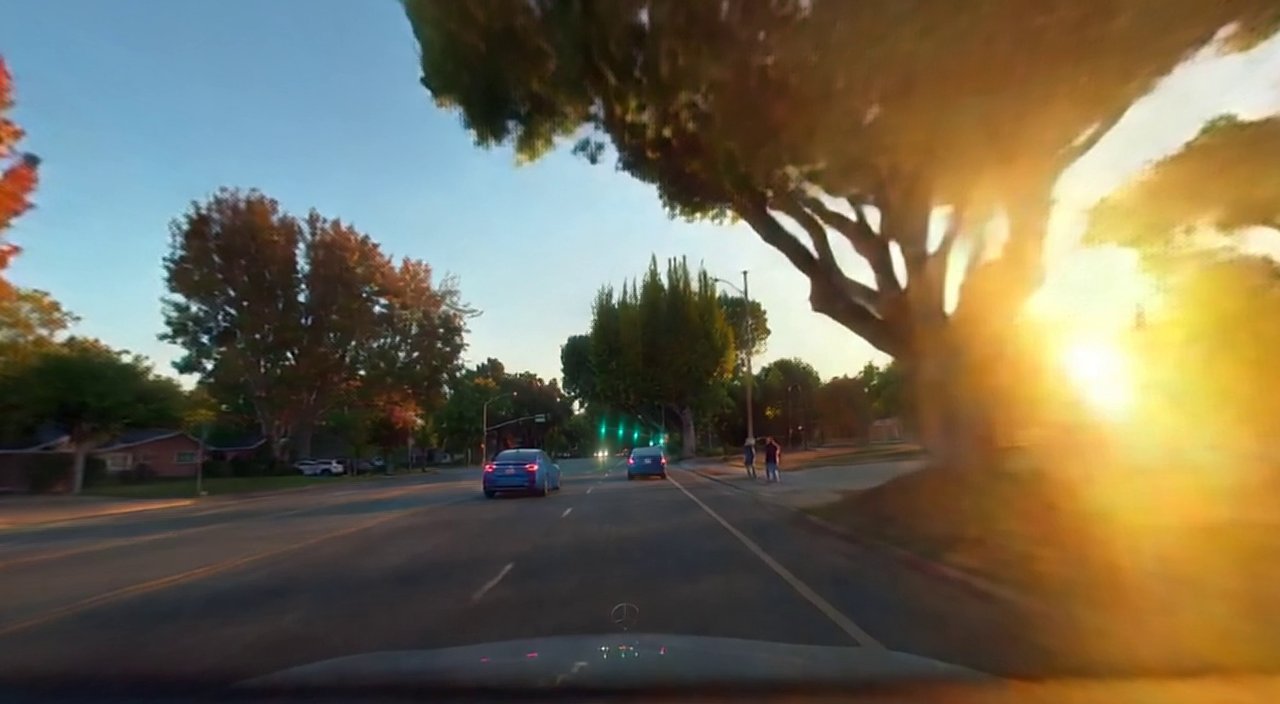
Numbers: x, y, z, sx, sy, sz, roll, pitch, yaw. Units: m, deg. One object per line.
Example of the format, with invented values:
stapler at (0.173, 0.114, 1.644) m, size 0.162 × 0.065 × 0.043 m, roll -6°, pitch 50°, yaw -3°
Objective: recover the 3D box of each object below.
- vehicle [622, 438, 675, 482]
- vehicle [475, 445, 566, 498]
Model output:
vehicle at (0.298, 4.846, 28.623) m, size 2.215 × 1.799 × 4.426 m, roll 0°, pitch -8°, yaw -1°
vehicle at (-3.637, 3.699, 19.920) m, size 2.036 × 1.447 × 4.044 m, roll 0°, pitch -8°, yaw 0°
